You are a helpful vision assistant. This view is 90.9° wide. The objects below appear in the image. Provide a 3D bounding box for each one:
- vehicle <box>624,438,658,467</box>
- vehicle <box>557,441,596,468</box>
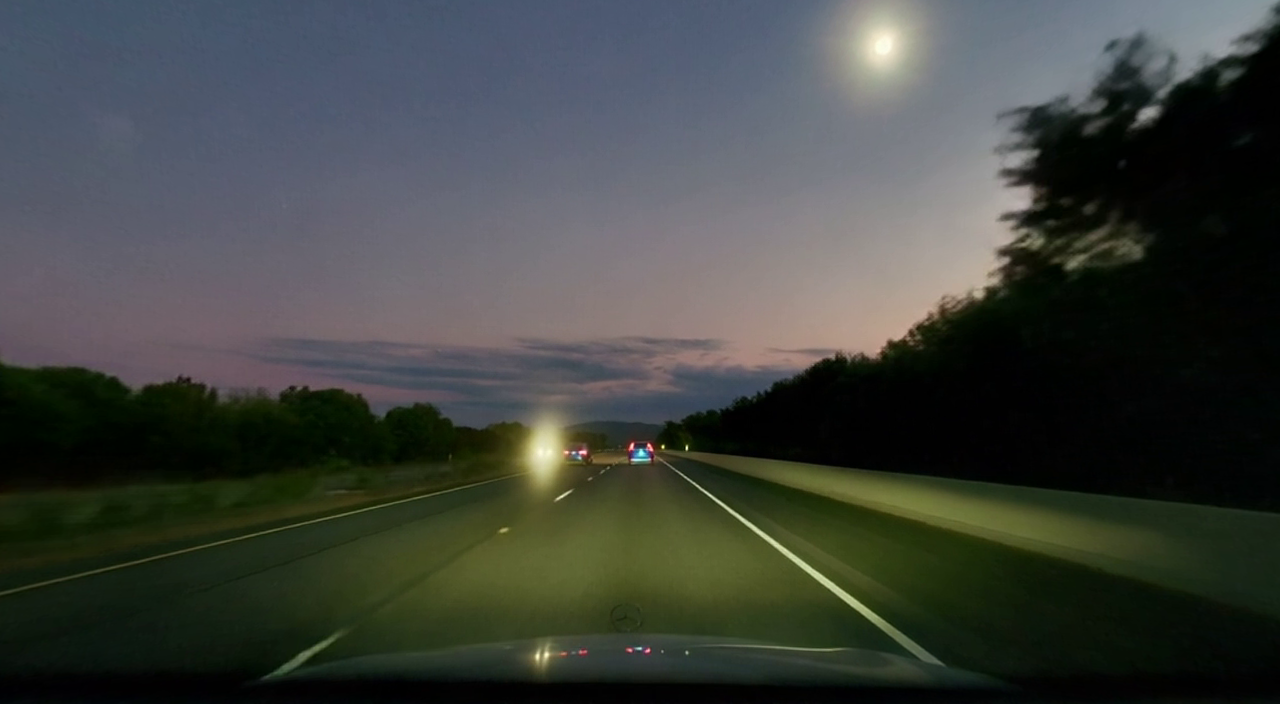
[{"bbox_3d":[0.056,6.593,41.338,2.126,1.786,3.958,0,-9,-1],"label":"vehicle"},{"bbox_3d":[-4.200,6.841,42.185,2.113,1.656,4.215,0,-9,0],"label":"vehicle"}]
